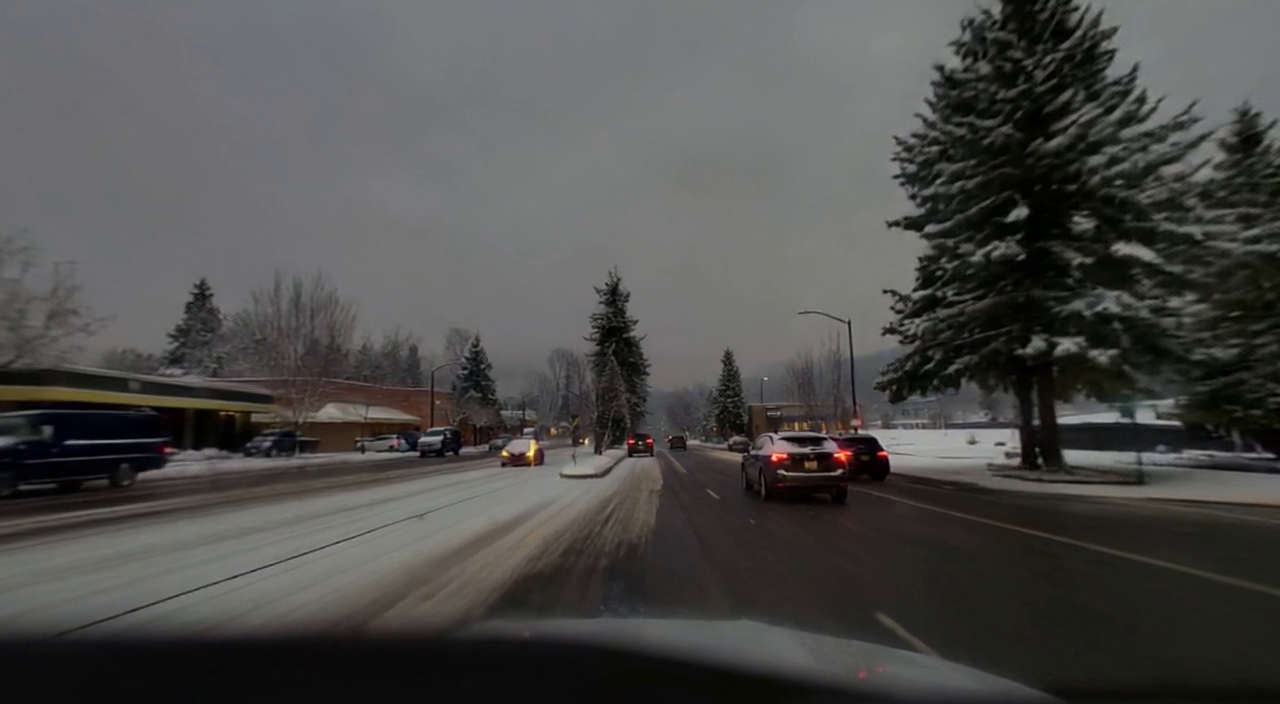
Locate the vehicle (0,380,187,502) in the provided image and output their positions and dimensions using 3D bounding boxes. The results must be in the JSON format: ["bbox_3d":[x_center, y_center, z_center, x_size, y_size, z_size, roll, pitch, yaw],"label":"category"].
[{"bbox_3d":[-18.911,2.937,20.769,2.783,3.367,6.723,0,-8,1],"label":"vehicle"}]

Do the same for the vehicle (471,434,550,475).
[{"bbox_3d":[-4.784,3.854,23.969,2.084,1.415,4.580,0,-8,-1],"label":"vehicle"}]

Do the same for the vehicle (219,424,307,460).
[{"bbox_3d":[-25.172,6.006,42.488,2.200,2.170,6.131,0,-7,-1],"label":"vehicle"}]

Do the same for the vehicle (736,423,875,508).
[{"bbox_3d":[3.582,2.524,14.462,2.072,1.669,3.836,0,-8,-1],"label":"vehicle"}]
